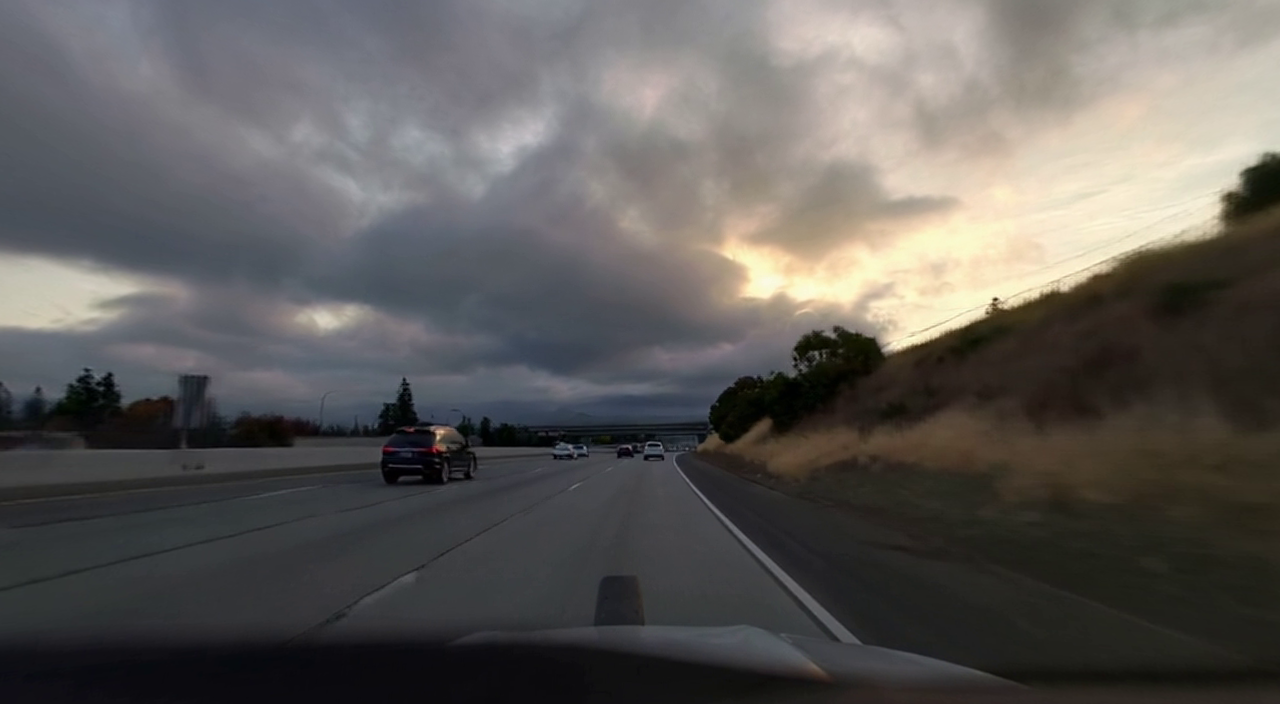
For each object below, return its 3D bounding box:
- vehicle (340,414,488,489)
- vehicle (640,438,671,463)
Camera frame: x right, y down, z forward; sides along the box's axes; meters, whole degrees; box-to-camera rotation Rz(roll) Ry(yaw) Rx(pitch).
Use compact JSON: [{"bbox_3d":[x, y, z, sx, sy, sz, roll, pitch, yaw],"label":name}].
[{"bbox_3d":[-6.792,3.103,19.856,2.438,1.967,5.596,0,-8,1],"label":"vehicle"},{"bbox_3d":[1.143,7.334,47.021,2.141,1.706,4.065,0,-8,1],"label":"vehicle"}]
